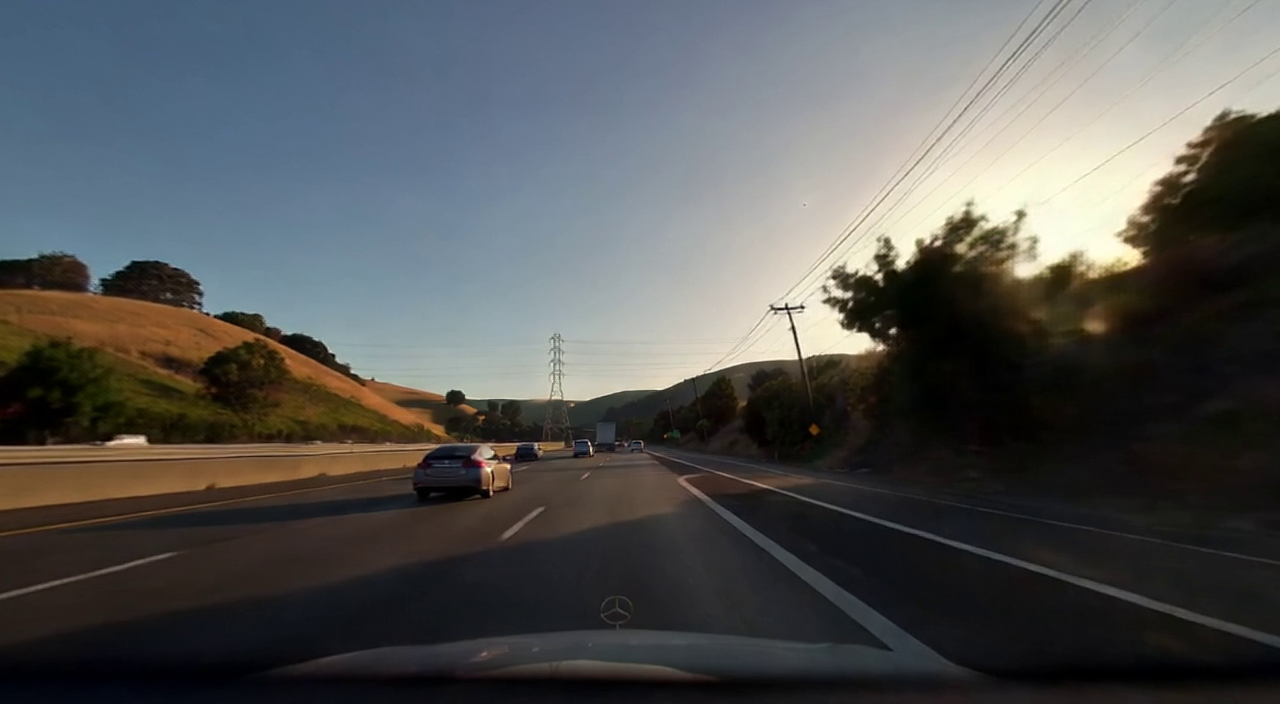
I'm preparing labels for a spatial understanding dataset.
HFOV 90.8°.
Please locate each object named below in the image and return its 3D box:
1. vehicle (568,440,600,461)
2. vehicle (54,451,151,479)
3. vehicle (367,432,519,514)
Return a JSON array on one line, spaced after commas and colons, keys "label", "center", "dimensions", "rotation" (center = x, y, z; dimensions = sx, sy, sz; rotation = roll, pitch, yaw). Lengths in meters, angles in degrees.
[{"label": "vehicle", "center": [-4.136, 7.339, 47.163], "dimensions": [2.038, 1.533, 4.103], "rotation": [0, -9, -1]}, {"label": "vehicle", "center": [-29.891, 6.261, 35.295], "dimensions": [1.916, 1.471, 3.905], "rotation": [0, -9, 1]}, {"label": "vehicle", "center": [-4.121, 2.610, 14.116], "dimensions": [1.963, 1.533, 4.477], "rotation": [0, -9, 0]}]
